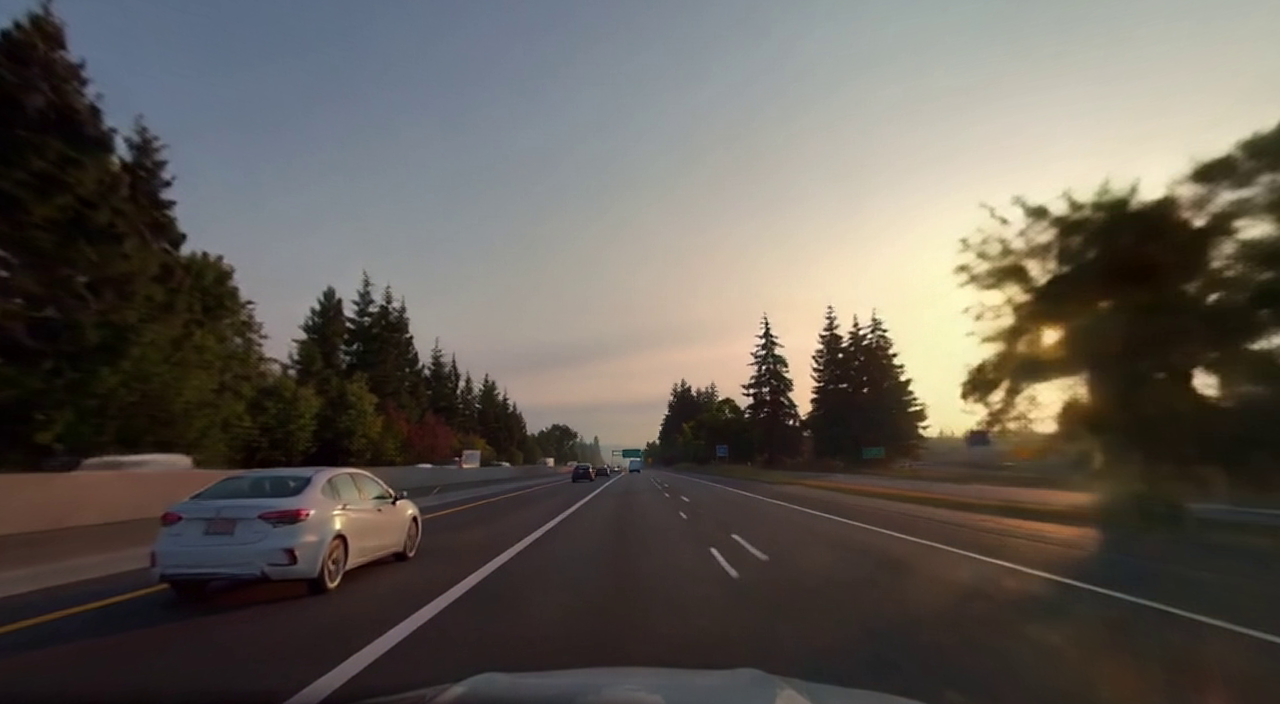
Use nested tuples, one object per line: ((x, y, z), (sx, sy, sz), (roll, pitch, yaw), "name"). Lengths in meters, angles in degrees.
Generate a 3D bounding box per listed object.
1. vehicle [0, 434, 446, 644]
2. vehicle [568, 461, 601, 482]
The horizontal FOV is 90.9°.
((-3.808, 1.734, 6.738), (1.998, 1.427, 4.462), (1, -11, 0), "vehicle")
((-4.208, 9.171, 48.228), (2.126, 1.488, 4.186), (1, -11, -1), "vehicle")
